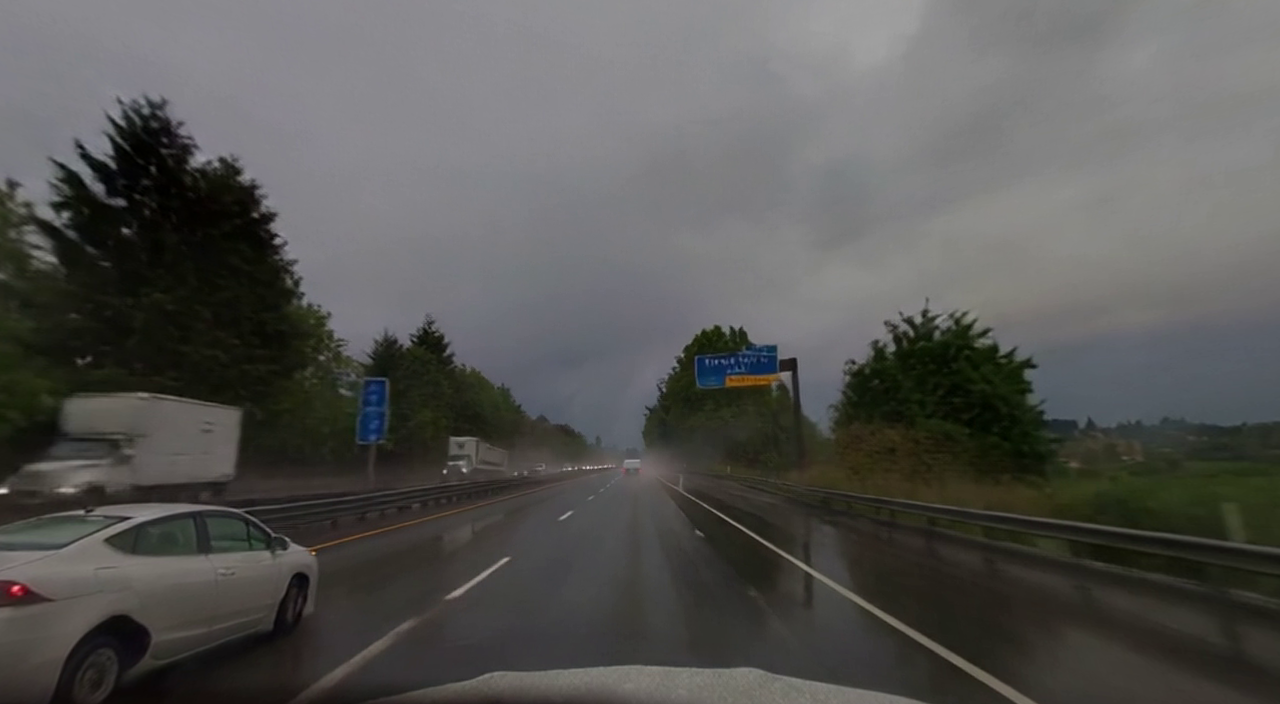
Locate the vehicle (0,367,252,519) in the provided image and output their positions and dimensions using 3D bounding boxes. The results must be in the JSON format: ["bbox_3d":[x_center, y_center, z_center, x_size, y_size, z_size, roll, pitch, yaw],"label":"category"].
[{"bbox_3d":[-17.122,3.073,20.405,3.012,3.794,9.302,1,-10,0],"label":"vehicle"}]
